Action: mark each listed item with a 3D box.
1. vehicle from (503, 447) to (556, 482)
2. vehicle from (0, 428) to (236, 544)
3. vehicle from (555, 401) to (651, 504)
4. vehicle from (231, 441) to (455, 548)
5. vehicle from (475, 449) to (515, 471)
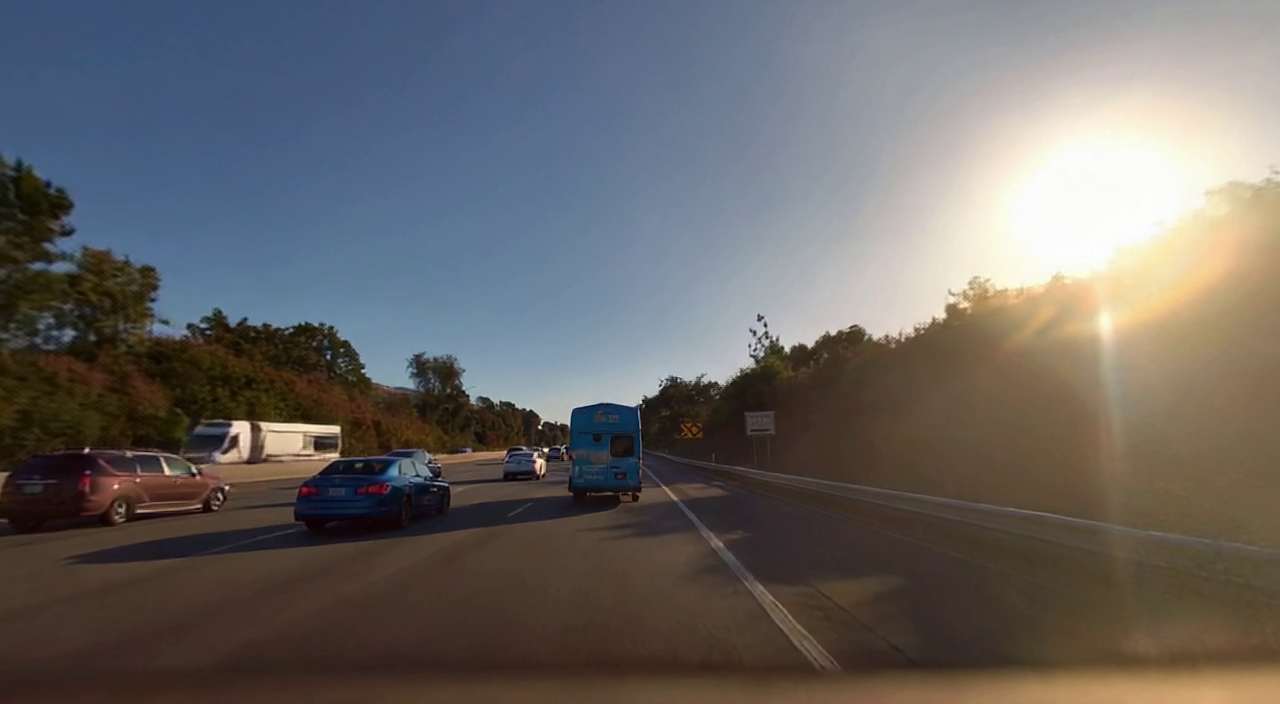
[{"bbox_3d":[-5.009,5.122,28.939,1.872,1.480,3.545,0,-9,-1],"label":"vehicle"},{"bbox_3d":[-9.587,2.242,11.120,2.010,1.621,4.252,0,-9,0],"label":"vehicle"},{"bbox_3d":[-0.967,2.941,18.538,2.394,2.556,5.232,0,-9,-1],"label":"vehicle"},{"bbox_3d":[-4.678,2.274,10.710,1.876,1.438,4.072,0,-9,-1],"label":"vehicle"},{"bbox_3d":[-10.088,7.526,44.103,1.886,1.462,4.084,0,-9,-1],"label":"vehicle"}]
